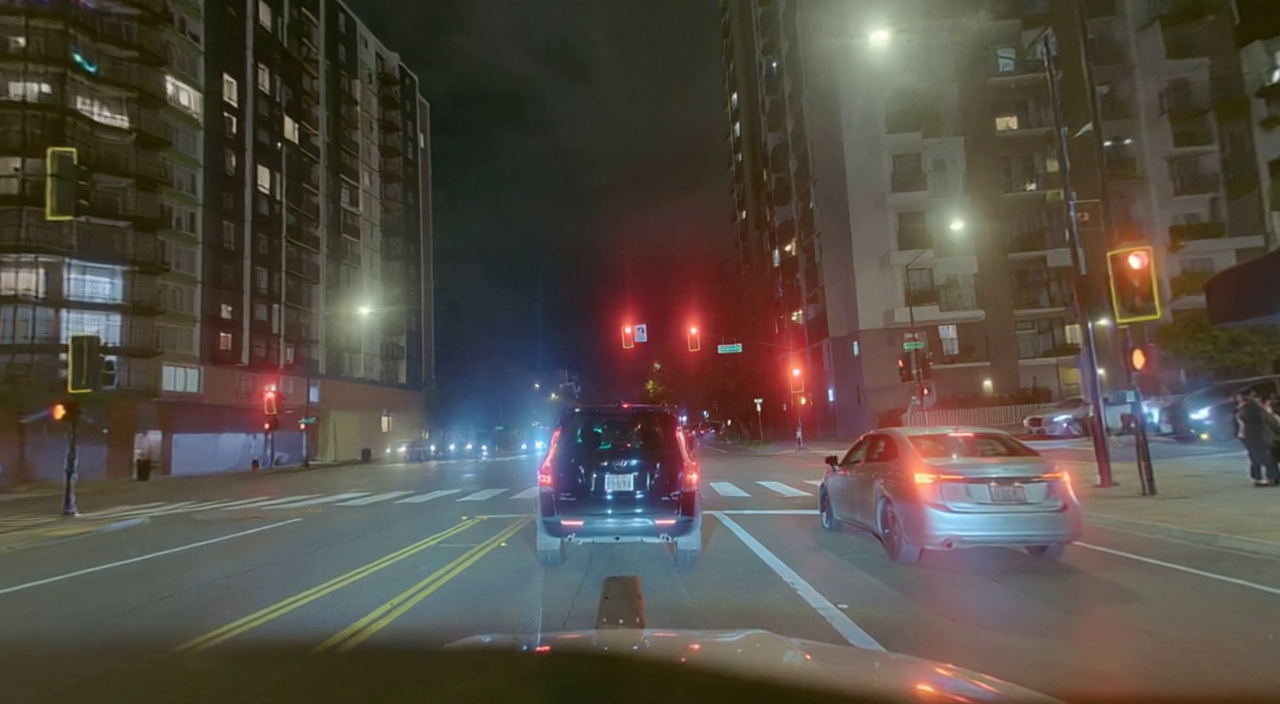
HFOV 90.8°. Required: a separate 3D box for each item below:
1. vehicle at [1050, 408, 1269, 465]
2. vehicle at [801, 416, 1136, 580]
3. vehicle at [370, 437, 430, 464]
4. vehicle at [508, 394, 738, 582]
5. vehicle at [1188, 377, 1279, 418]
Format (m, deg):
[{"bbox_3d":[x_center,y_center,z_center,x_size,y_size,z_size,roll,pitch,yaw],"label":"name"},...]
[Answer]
[{"bbox_3d":[14.272,2.371,17.577,4.354,1.466,1.863,0,-8,2],"label":"vehicle"},{"bbox_3d":[3.691,1.719,8.302,1.987,1.538,4.510,0,-8,0],"label":"vehicle"},{"bbox_3d":[-16.220,6.674,43.030,2.132,1.710,4.504,0,-8,2],"label":"vehicle"},{"bbox_3d":[-0.146,1.596,8.128,2.168,1.776,4.135,0,-8,0],"label":"vehicle"},{"bbox_3d":[26.564,1.986,27.163,4.287,1.639,1.729,0,-8,1],"label":"vehicle"}]
